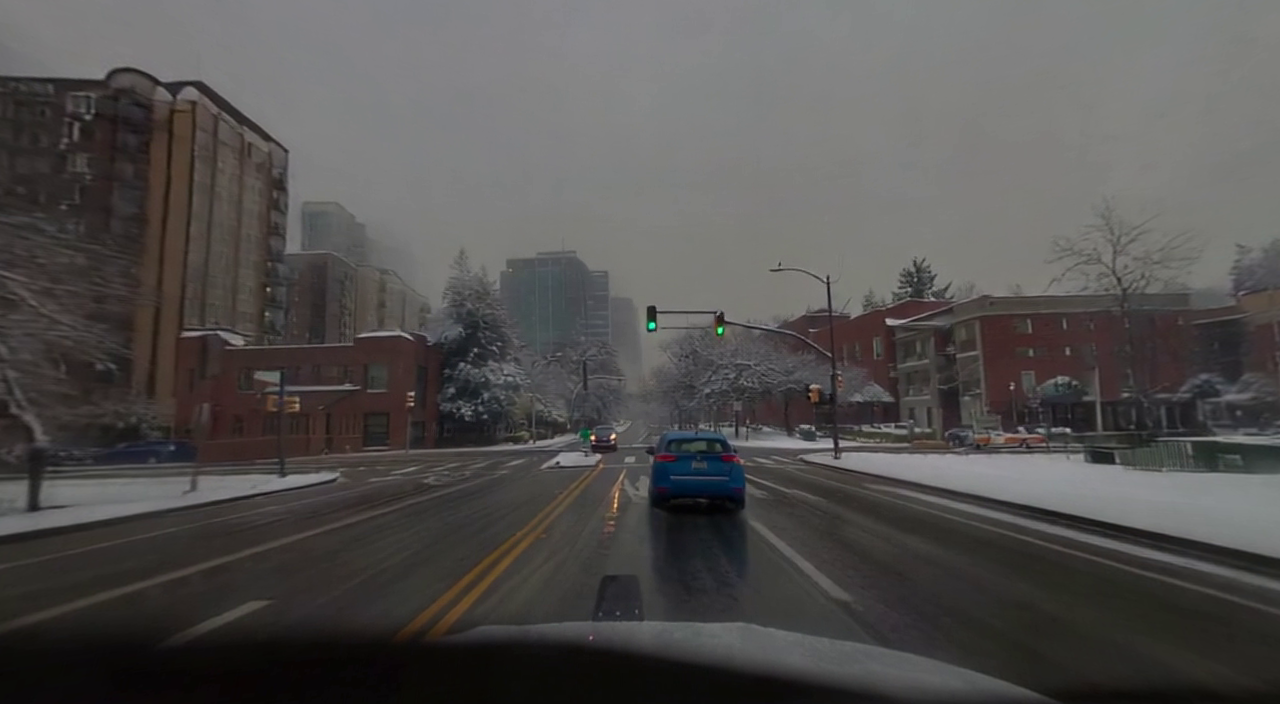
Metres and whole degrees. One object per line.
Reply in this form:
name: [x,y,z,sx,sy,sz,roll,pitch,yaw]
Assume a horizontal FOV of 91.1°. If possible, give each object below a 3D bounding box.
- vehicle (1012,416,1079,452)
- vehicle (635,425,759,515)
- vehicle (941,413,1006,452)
vehicle: [28.772,5.874,44.829,2.176,2.400,4.821,-1,-8,10]
vehicle: [0.985,2.145,12.082,1.950,1.401,4.159,0,-8,2]
vehicle: [23.830,5.785,45.245,2.311,2.623,5.870,-1,-8,10]
